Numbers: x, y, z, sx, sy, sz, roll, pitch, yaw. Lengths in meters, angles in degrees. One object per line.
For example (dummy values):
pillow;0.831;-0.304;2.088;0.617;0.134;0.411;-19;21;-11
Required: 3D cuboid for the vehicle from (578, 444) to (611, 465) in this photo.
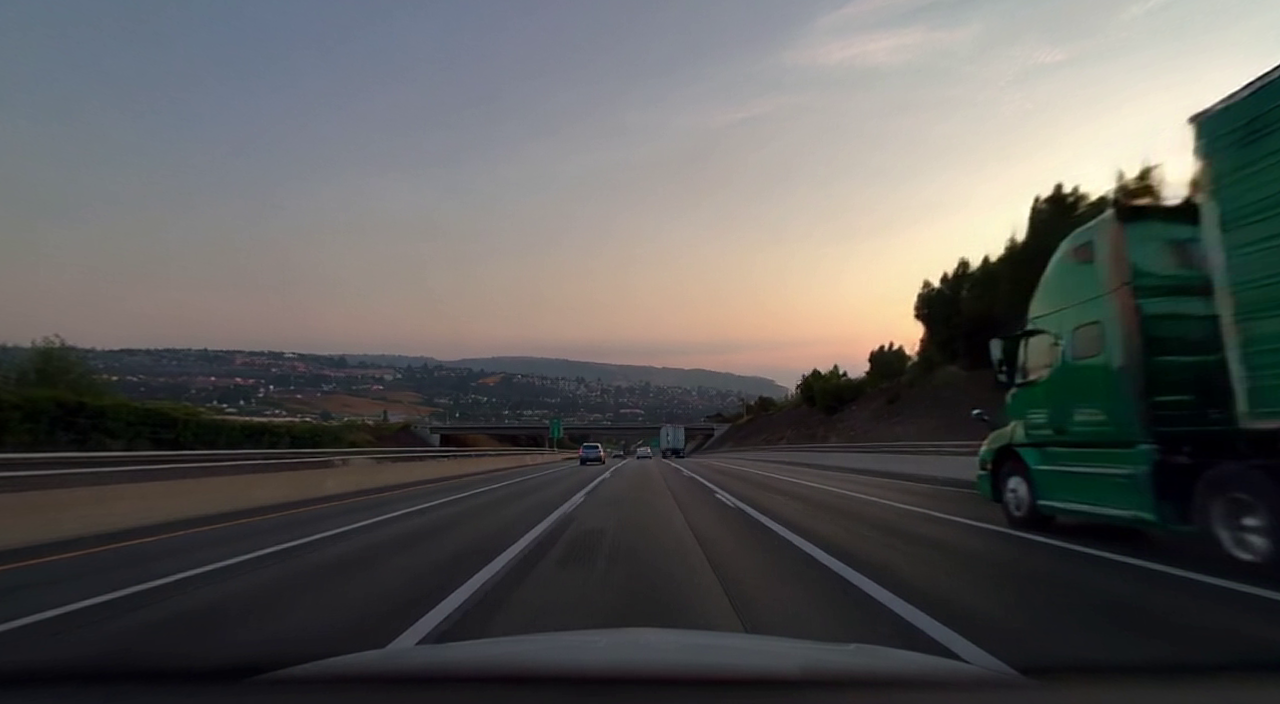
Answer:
vehicle;-3.509;7.980;48.931;2.113;1.548;4.532;0;-8;2
